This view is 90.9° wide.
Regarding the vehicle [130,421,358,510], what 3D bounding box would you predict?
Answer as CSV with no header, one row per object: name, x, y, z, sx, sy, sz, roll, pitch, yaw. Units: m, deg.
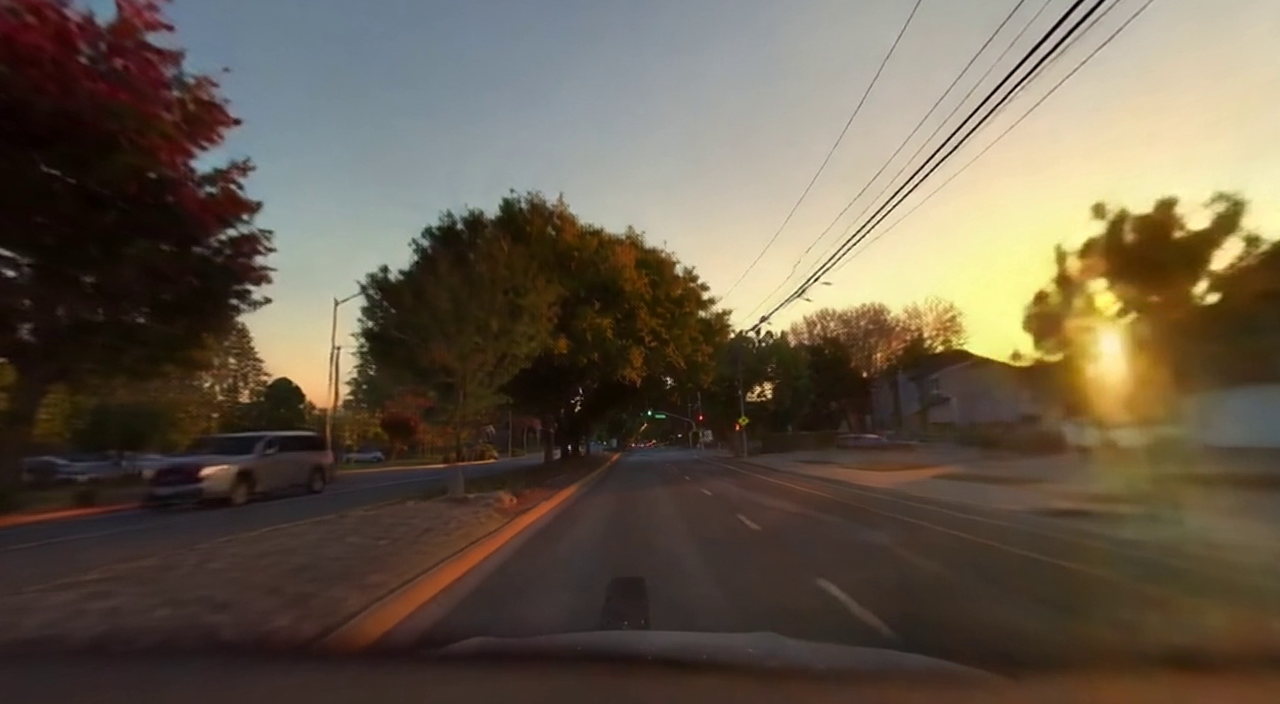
vehicle,-10.376,3.032,17.364,2.294,1.975,5.773,-1,-8,3

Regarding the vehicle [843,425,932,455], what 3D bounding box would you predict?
vehicle,15.176,5.437,38.847,4.625,1.467,1.991,-4,-8,2

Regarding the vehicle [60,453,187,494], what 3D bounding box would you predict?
vehicle,-21.981,5.145,26.931,3.952,1.429,1.772,-4,-8,2

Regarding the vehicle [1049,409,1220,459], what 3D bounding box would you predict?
vehicle,18.394,3.081,23.636,4.591,1.718,2.107,-1,-8,-1
